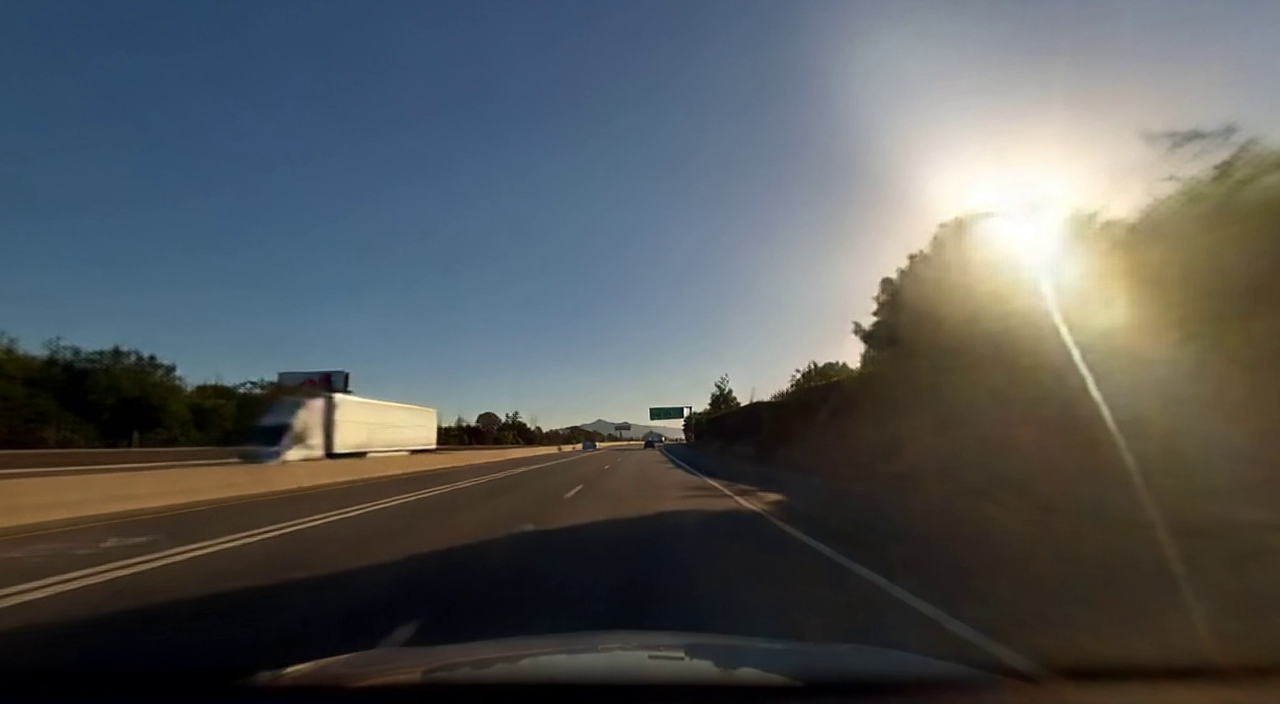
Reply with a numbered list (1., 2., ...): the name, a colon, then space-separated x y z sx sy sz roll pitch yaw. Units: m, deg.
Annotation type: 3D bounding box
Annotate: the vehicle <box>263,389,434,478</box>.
1. vehicle: -15.831 4.775 36.291 3.282 4.100 13.995 0 -8 0
